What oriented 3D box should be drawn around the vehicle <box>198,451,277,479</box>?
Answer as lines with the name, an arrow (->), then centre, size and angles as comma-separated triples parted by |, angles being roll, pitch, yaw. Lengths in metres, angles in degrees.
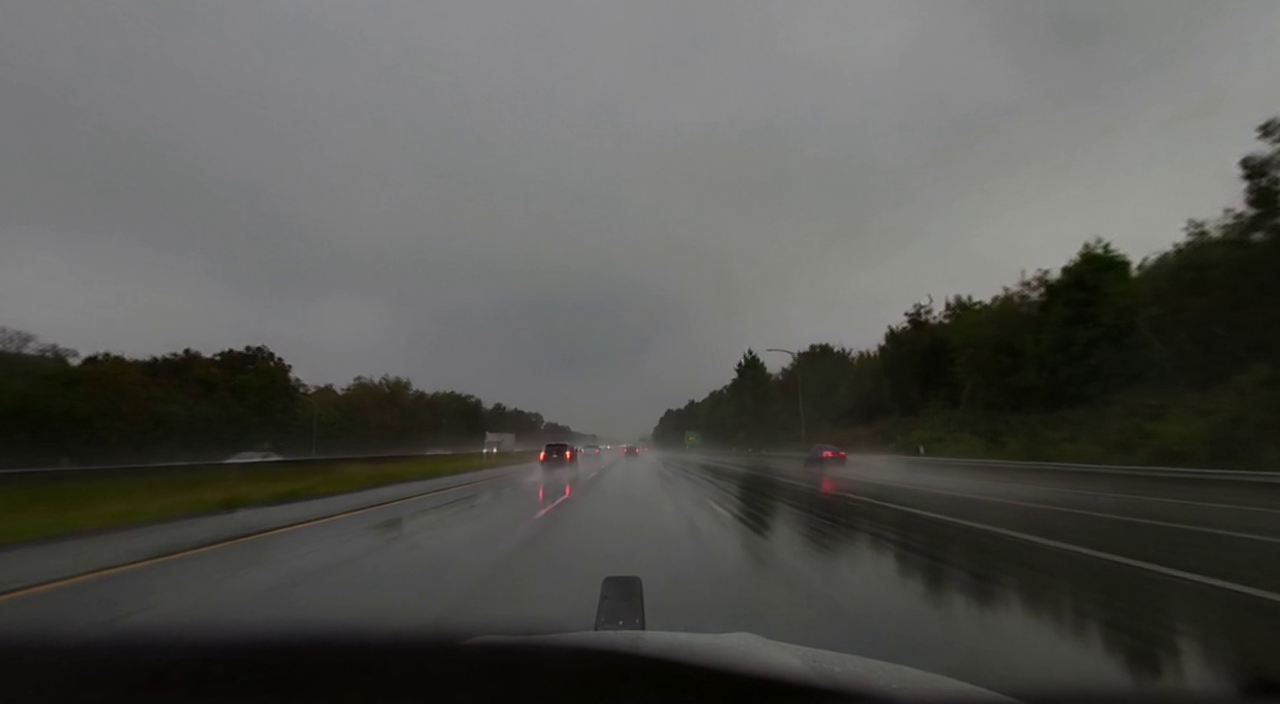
vehicle -> -25.584, 7.181, 40.369 | 1.980, 1.610, 4.674 | 0, -9, 0

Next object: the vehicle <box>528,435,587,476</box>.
vehicle -> -3.749, 4.791, 29.413 | 2.114, 1.774, 4.427 | 0, -9, 0
